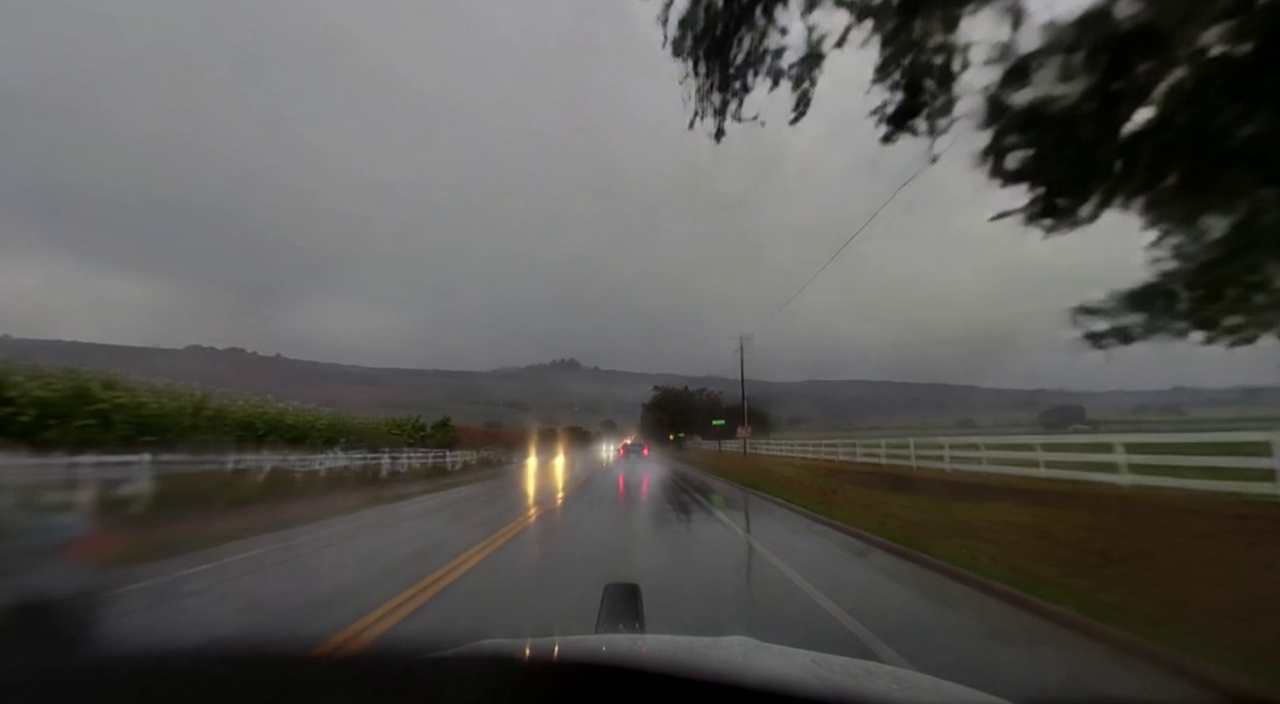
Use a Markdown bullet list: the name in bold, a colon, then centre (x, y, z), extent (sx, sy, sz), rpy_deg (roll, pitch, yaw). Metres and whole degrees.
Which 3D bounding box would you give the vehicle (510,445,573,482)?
- **vehicle**: centre (-4.474, 5.121, 29.407), extent (2.107, 1.534, 4.752), rpy_deg (0, -8, 0)

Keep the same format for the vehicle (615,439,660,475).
- **vehicle**: centre (-0.134, 5.231, 31.782), extent (2.158, 1.669, 4.006), rpy_deg (0, -8, 0)
